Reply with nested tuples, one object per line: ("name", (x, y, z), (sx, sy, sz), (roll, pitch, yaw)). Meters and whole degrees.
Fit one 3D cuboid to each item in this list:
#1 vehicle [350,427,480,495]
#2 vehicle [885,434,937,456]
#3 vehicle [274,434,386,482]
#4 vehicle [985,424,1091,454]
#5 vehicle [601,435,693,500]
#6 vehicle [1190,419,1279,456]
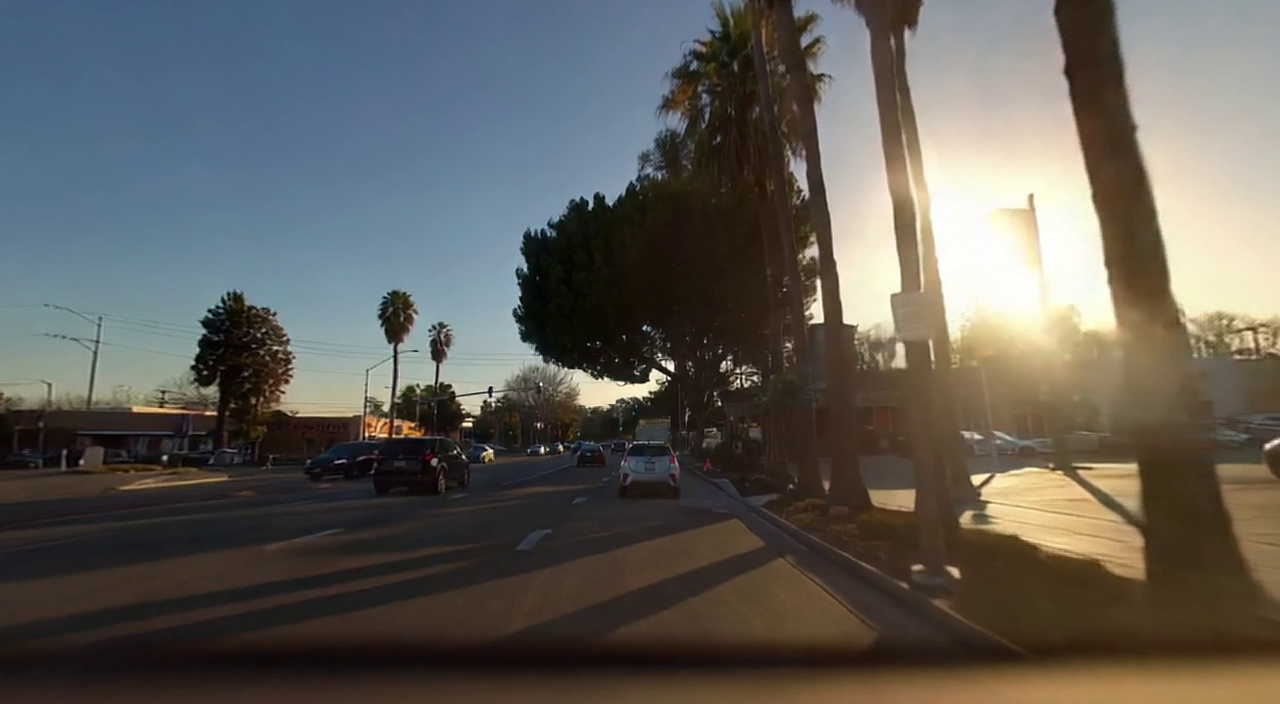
("vehicle", (-6.316, 3.113, 18.254), (2.057, 1.705, 4.394), (0, -8, 1))
("vehicle", (20.242, 6.942, 46.837), (1.952, 1.501, 4.471), (-8, -12, 44))
("vehicle", (-13.084, 4.487, 26.980), (2.128, 1.818, 5.441), (0, -8, -1))
("vehicle", (26.413, 5.762, 41.688), (5.769, 1.925, 2.364), (1, -8, -11))
("vehicle", (0.192, 3.026, 16.912), (2.145, 1.483, 4.453), (0, -8, 1))
("vehicle", (29.219, 4.056, 29.687), (4.445, 1.664, 1.878), (0, -9, 3))
